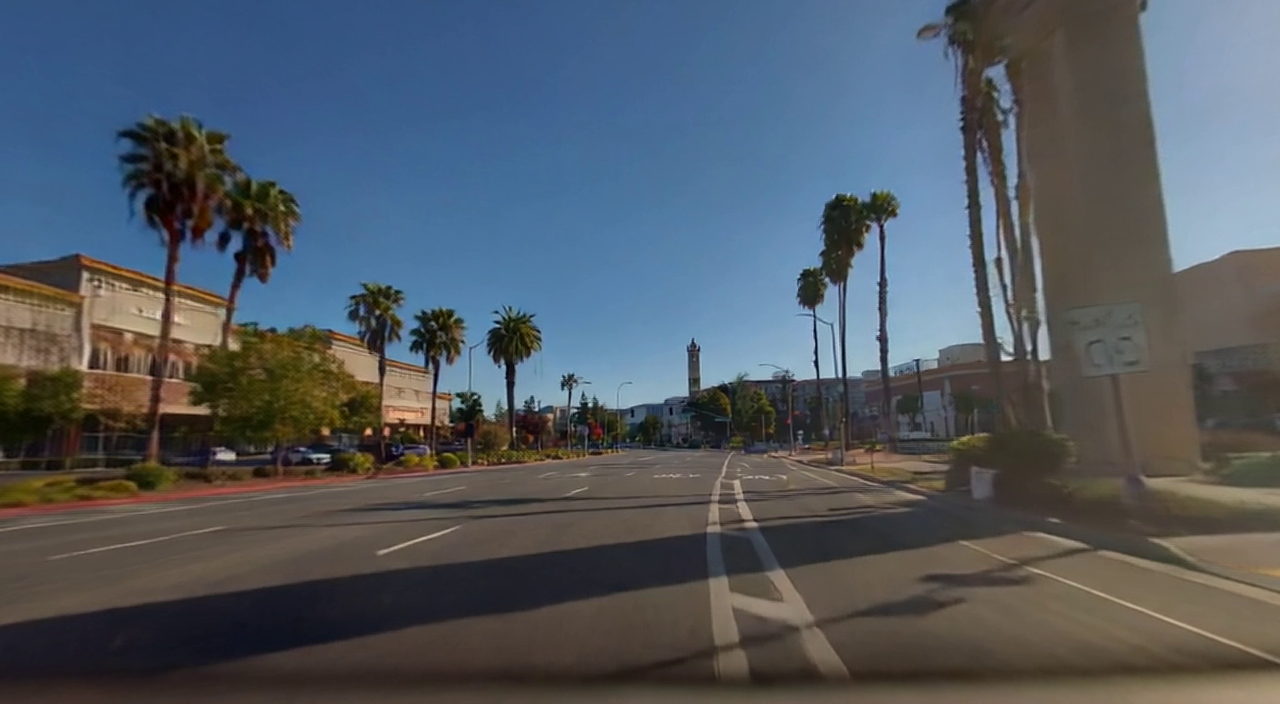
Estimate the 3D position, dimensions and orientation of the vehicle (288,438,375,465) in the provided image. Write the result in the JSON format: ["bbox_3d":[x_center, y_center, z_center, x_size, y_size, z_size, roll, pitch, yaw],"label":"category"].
[{"bbox_3d":[-21.267,6.869,43.389,5.084,1.664,2.006,-2,-7,5],"label":"vehicle"}]

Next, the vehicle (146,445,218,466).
[{"bbox_3d":[-35.579,8.030,48.791,4.188,1.615,1.866,0,-9,3],"label":"vehicle"}]

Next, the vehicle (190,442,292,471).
[{"bbox_3d":[-22.403,5.882,35.349,4.440,1.541,1.851,0,-9,2],"label":"vehicle"}]
